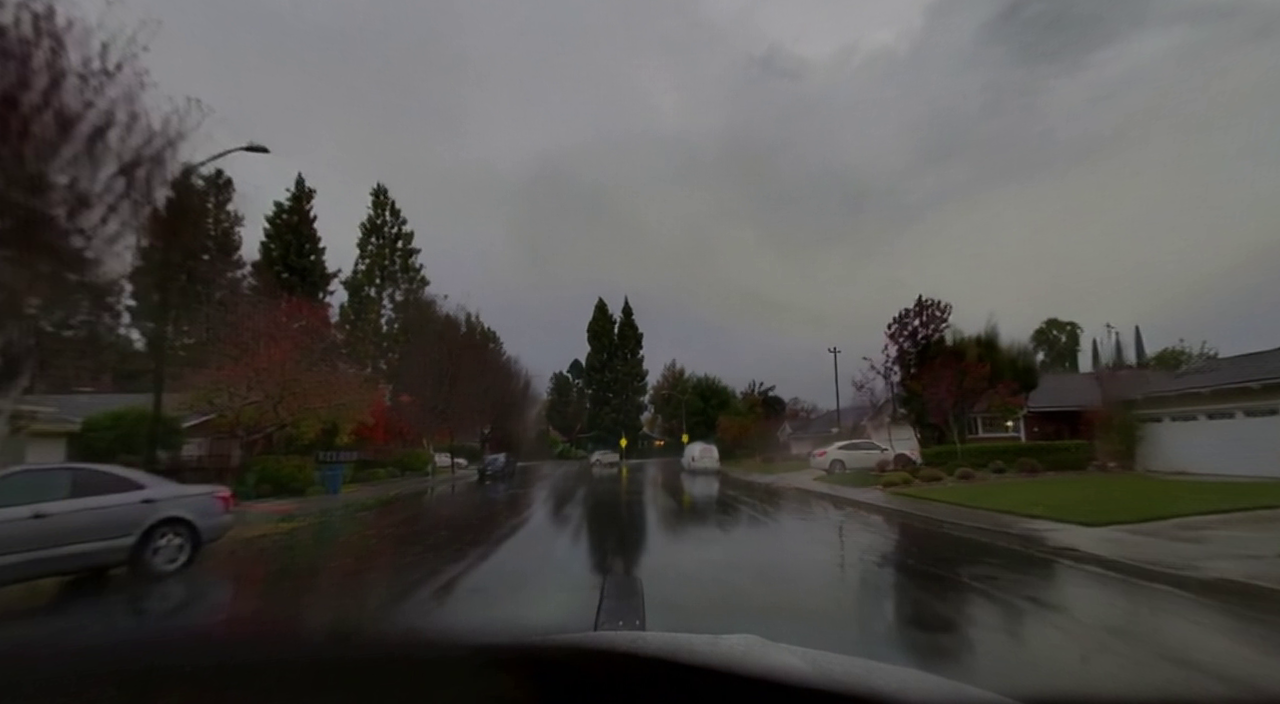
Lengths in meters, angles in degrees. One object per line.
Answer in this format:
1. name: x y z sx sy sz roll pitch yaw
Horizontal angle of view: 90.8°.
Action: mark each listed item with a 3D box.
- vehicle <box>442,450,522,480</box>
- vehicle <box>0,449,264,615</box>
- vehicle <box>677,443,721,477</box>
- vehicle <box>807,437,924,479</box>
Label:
1. vehicle: -10.207 7.304 41.012 4.620 1.695 2.004 5 -12 -39
2. vehicle: -6.881 1.837 6.758 4.750 1.559 1.928 5 -10 -32
3. vehicle: 3.534 6.573 38.723 2.051 1.925 4.625 0 -9 -2
4. vehicle: 10.542 4.998 29.850 4.733 1.843 2.005 0 -9 1
